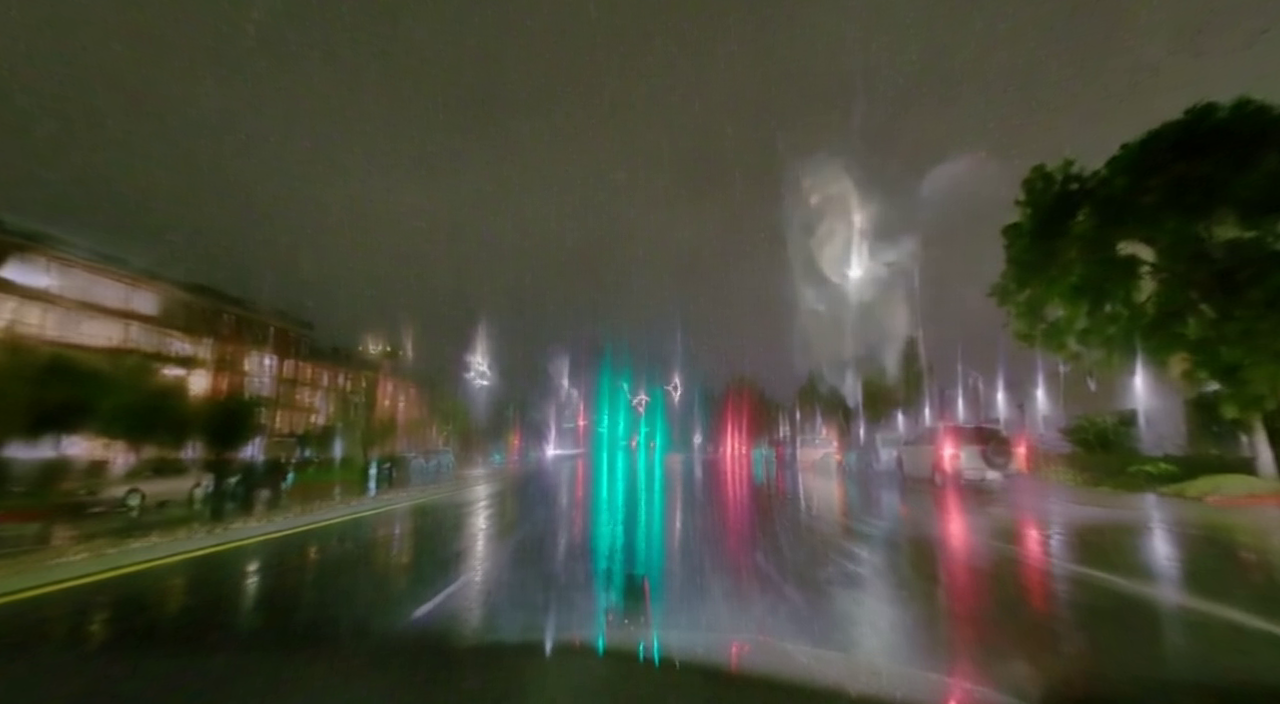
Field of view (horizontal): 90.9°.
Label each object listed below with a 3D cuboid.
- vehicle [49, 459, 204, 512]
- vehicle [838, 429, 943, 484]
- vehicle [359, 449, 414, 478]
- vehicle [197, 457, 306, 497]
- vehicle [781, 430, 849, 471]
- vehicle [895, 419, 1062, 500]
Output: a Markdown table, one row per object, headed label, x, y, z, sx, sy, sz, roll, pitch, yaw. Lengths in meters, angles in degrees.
| label | x | y | z | sx | sy | sz | roll | pitch | yaw |
| --- | --- | --- | --- | --- | --- | --- | --- | --- | --- |
| vehicle | -17.324 | 4.491 | 21.591 | 1.879 | 1.494 | 4.227 | 0 | -8 | -3 |
| vehicle | 9.854 | 4.144 | 25.337 | 2.088 | 1.973 | 5.003 | 0 | -8 | -1 |
| vehicle | -16.720 | 7.324 | 41.836 | 1.913 | 1.744 | 4.478 | -1 | -8 | -2 |
| vehicle | -16.844 | 5.393 | 27.658 | 1.868 | 1.470 | 4.652 | -1 | -8 | 0 |
| vehicle | 9.936 | 5.672 | 36.321 | 2.115 | 2.151 | 5.826 | 0 | -9 | -1 |
| vehicle | 9.749 | 3.145 | 18.863 | 2.169 | 2.043 | 5.484 | -1 | -8 | 3 |
